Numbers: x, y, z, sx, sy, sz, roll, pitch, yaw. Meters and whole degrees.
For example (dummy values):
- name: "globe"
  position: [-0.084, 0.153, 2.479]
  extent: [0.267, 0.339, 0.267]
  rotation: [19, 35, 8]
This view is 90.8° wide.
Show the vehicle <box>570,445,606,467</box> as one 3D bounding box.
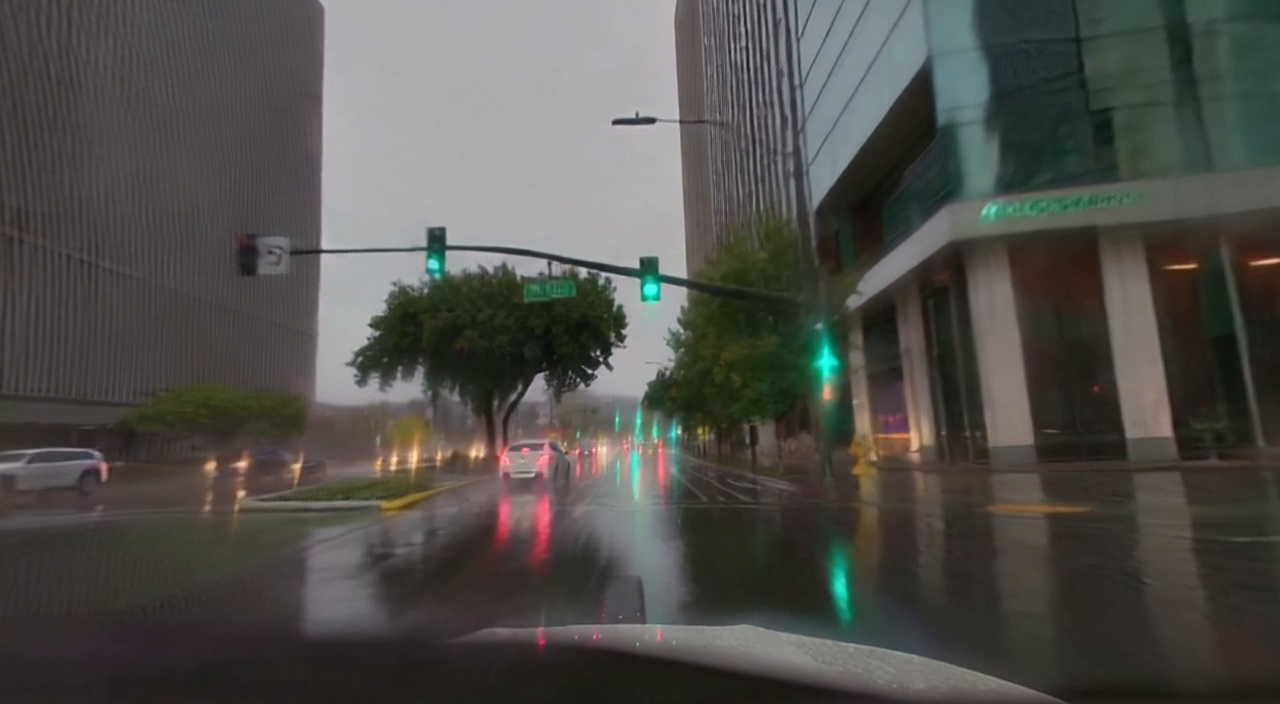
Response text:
- name: "vehicle"
  position: [-3.631, 7.365, 44.942]
  extent: [2.088, 1.430, 4.482]
  rotation: [0, -8, 1]

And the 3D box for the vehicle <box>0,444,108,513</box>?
- name: "vehicle"
  position: [-17.183, 3.347, 16.949]
  extent: [1.926, 1.711, 4.516]
  rotation: [0, -8, -1]

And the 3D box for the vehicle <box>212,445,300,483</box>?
- name: "vehicle"
  position: [-20.478, 5.954, 33.926]
  extent: [2.068, 1.848, 4.247]
  rotation: [0, -8, 0]

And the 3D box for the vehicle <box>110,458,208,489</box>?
- name: "vehicle"
  position: [-26.682, 6.734, 35.290]
  extent: [1.972, 1.436, 4.502]
  rotation: [0, -8, 0]

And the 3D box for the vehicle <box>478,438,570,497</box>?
- name: "vehicle"
  position: [-3.304, 3.363, 18.790]
  extent: [1.983, 1.545, 3.773]
  rotation: [0, -8, 0]

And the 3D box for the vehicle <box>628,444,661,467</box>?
- name: "vehicle"
  position: [0.235, 6.927, 42.463]
  extent: [2.102, 1.482, 4.125]
  rotation: [0, -8, -1]
